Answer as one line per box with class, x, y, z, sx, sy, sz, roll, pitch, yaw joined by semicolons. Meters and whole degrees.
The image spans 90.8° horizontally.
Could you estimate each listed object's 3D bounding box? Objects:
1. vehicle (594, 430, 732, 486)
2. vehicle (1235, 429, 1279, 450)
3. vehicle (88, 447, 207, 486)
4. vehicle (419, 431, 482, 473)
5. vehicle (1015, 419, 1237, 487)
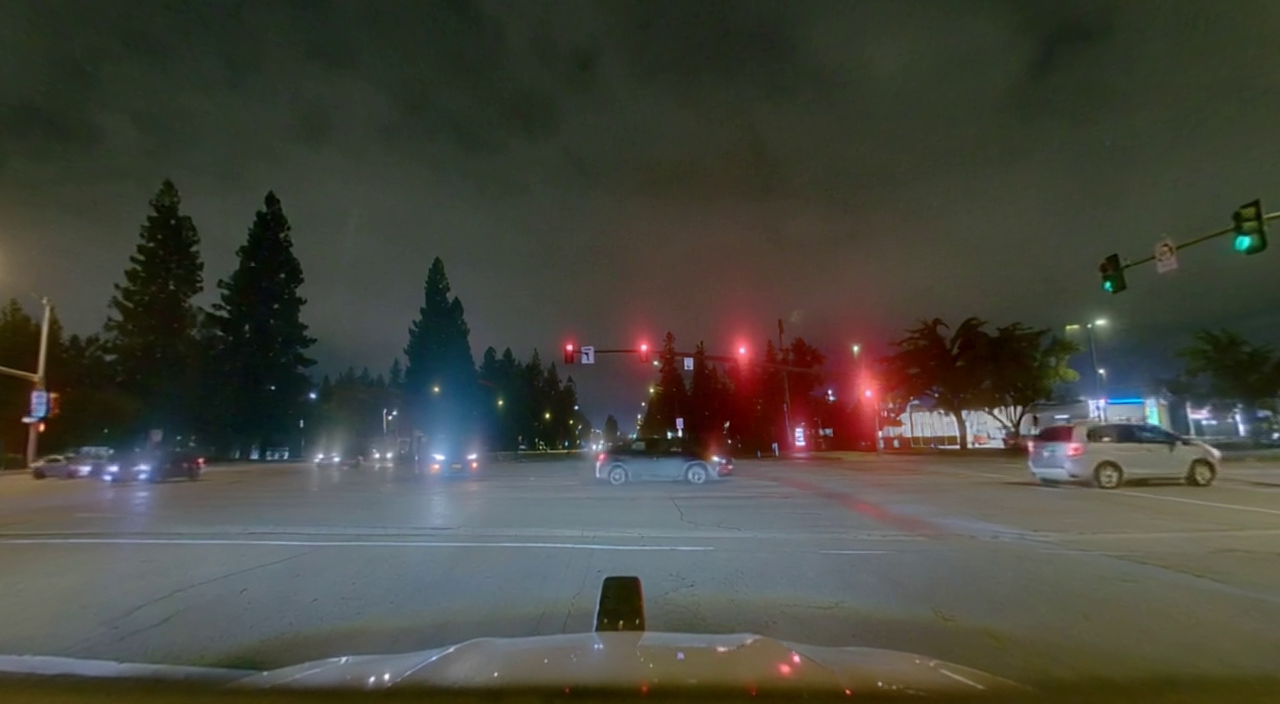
vehicle;0.746;3.515;21.152;4.180;1.678;1.982;-5;-10;29
vehicle;45.673;6.282;45.248;1.786;1.412;4.330;0;-9;0
vehicle;-22.957;5.302;29.723;1.938;1.676;4.483;0;-9;0
vehicle;-9.898;5.133;32.659;2.223;1.972;5.310;4;-9;-25
vehicle;14.302;3.001;18.888;4.767;1.877;2.017;-1;-9;5
